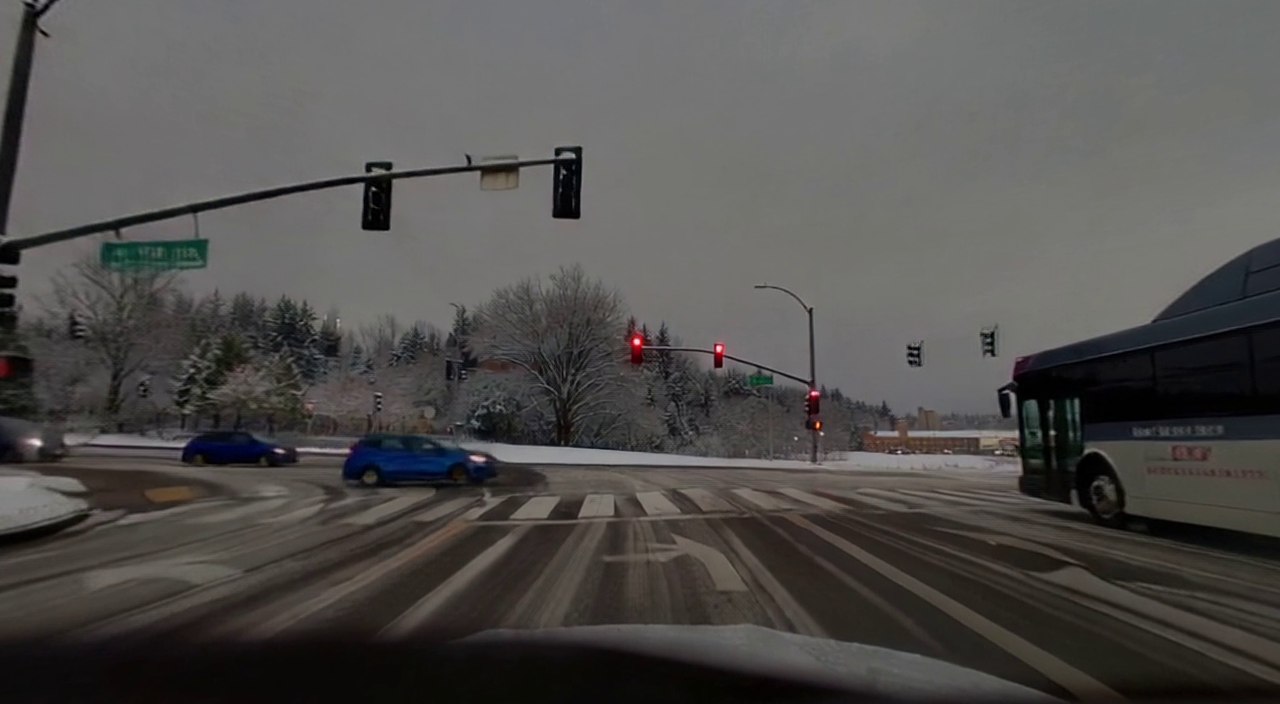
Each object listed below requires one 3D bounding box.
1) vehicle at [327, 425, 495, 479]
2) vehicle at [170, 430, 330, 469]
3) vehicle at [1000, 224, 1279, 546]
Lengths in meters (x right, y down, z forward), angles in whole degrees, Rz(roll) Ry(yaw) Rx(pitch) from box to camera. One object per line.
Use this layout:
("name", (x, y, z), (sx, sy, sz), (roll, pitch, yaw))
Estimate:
("vehicle", (-7.583, 3.393, 21.283), (5.014, 1.675, 1.906), (4, -9, -18))
("vehicle", (-15.854, 3.990, 25.988), (5.203, 1.488, 1.907), (3, -9, -18))
("vehicle", (9.550, 0.468, 8.222), (2.916, 4.009, 13.397), (0, -8, 5))
